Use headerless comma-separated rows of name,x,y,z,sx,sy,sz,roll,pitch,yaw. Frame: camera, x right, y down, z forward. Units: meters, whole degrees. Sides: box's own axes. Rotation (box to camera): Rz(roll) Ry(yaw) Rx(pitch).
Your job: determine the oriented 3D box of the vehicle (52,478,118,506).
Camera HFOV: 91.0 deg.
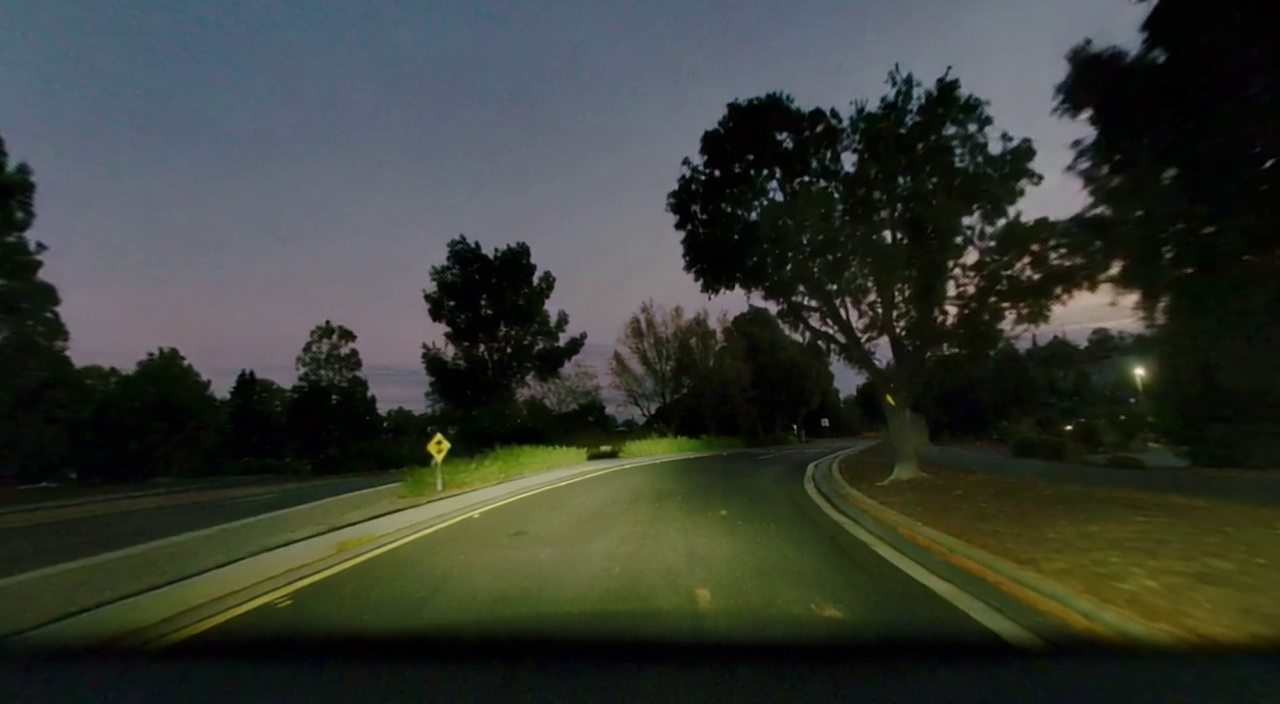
vehicle,-43.137,10.862,49.049,1.978,1.724,4.458,2,-9,-15
